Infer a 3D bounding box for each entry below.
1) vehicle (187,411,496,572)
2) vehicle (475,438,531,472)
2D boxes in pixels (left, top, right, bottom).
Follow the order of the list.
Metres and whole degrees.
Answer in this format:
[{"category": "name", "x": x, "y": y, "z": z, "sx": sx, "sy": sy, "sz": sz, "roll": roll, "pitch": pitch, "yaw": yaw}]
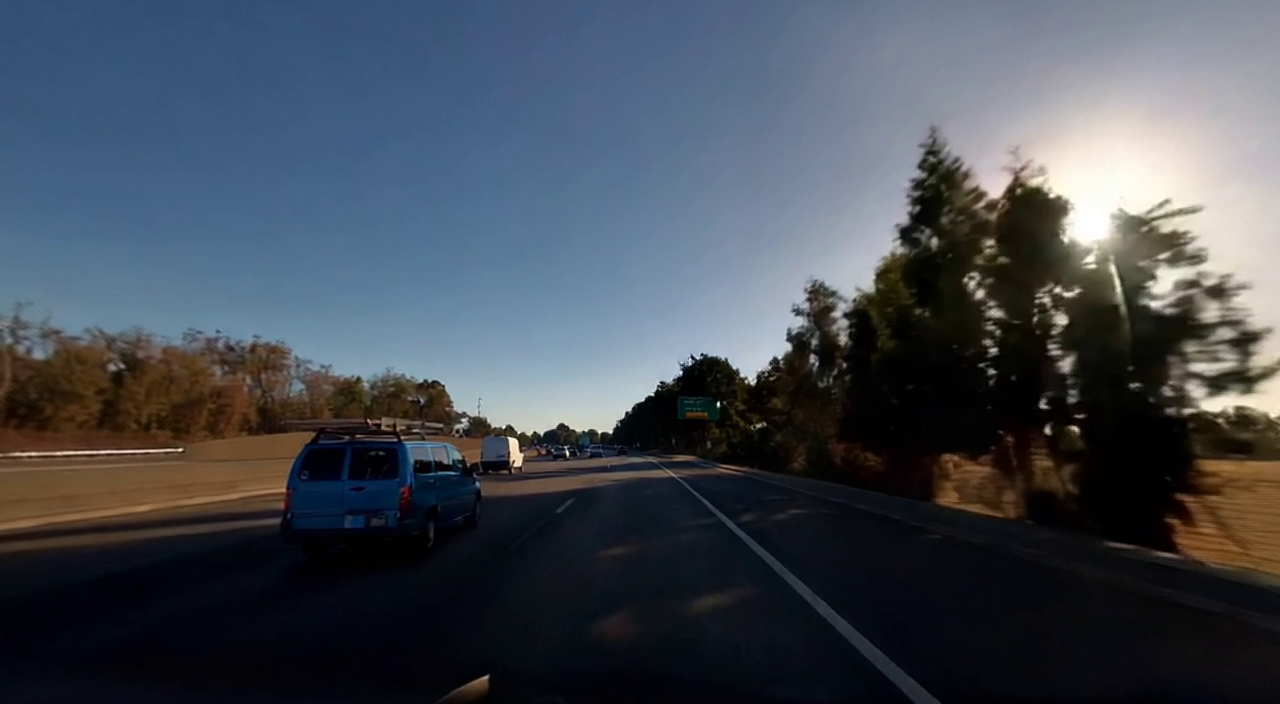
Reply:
[{"category": "vehicle", "x": -3.701, "y": 1.834, "z": 9.118, "sx": 2.040, "sy": 1.679, "sz": 4.865, "roll": 0, "pitch": -9, "yaw": 0}, {"category": "vehicle", "x": -7.562, "y": 5.746, "z": 35.250, "sx": 2.093, "sy": 1.752, "sz": 4.771, "roll": 0, "pitch": -9, "yaw": 0}]
